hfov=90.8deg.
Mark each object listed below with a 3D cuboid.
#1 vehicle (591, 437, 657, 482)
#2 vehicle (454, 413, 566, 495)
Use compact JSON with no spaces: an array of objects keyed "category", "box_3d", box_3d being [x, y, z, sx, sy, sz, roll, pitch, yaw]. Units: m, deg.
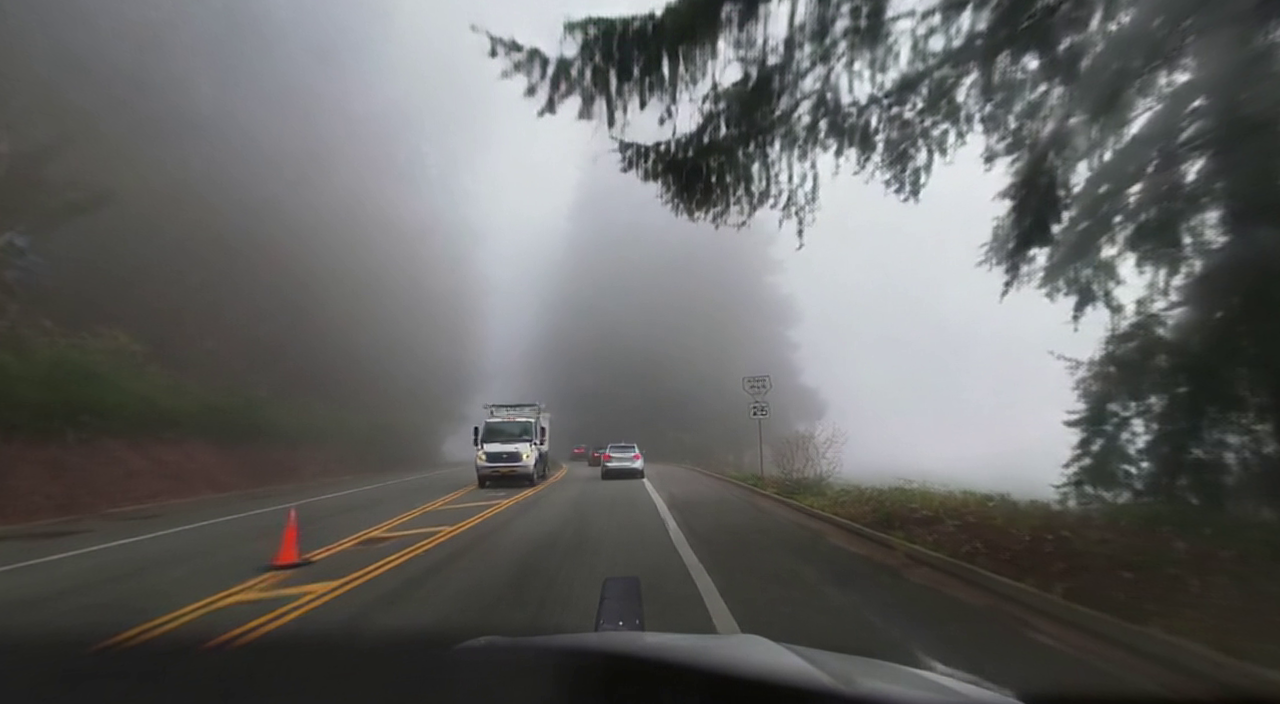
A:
[{"category":"vehicle","box_3d":[-0.634,3.901,23.250,2.186,1.463,4.356,0,-8,-3]},{"category":"vehicle","box_3d":[-3.657,3.054,19.173,2.671,2.053,6.074,1,-8,-6]}]
